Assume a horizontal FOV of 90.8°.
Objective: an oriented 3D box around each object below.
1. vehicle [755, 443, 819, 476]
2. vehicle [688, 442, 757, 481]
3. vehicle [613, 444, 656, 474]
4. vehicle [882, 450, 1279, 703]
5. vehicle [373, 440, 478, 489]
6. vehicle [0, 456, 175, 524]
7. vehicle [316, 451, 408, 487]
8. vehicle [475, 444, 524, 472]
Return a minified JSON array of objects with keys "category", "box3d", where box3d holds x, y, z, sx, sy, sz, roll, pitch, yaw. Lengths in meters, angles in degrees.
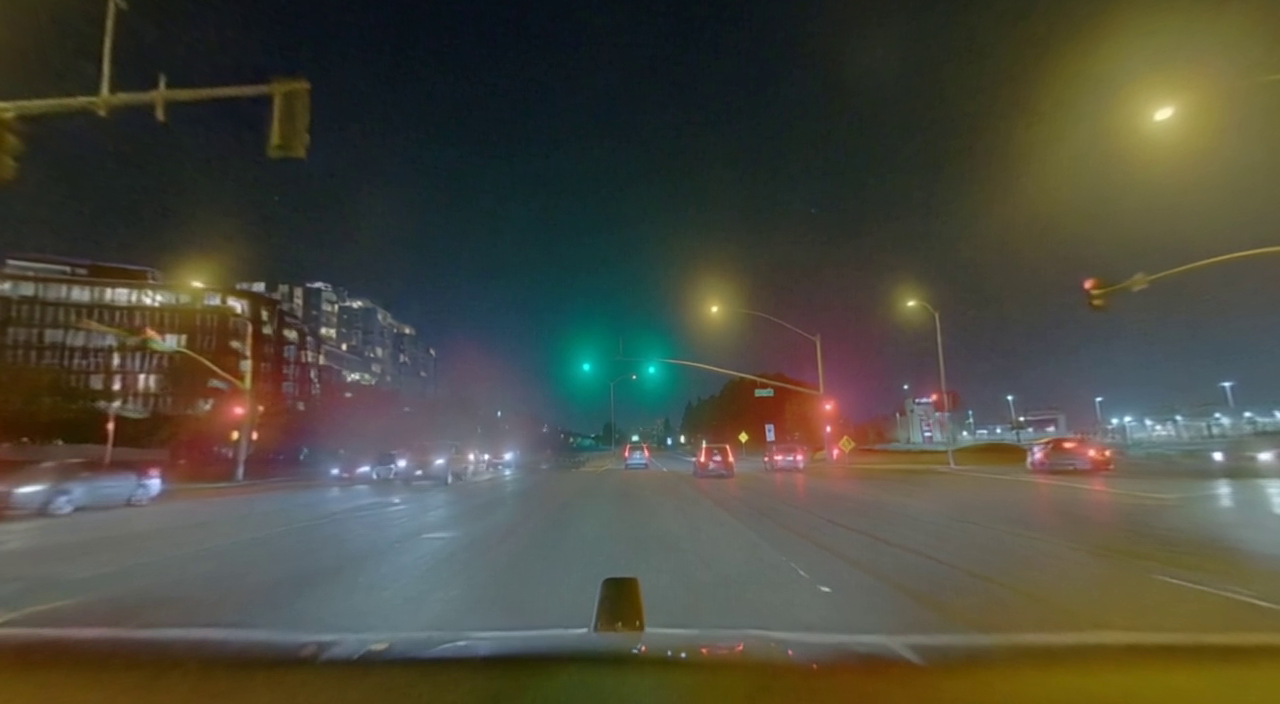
[{"category":"vehicle","box3d":[6.924,5.112,30.290,1.861,1.473,4.393,0,-8,-2]},{"category":"vehicle","box3d":[3.445,4.665,27.285,2.226,1.490,4.593,0,-8,-2]},{"category":"vehicle","box3d":[-0.315,5.649,33.704,2.143,1.480,4.006,0,-8,-1]},{"category":"vehicle","box3d":[3.246,1.219,3.447,2.080,1.321,4.382,0,-8,-1]},{"category":"vehicle","box3d":[-8.590,4.551,25.923,2.590,1.769,4.827,0,-8,1]},{"category":"vehicle","box3d":[-15.403,3.590,16.996,2.144,1.463,4.701,0,-8,1]},{"category":"vehicle","box3d":[-12.482,5.253,28.704,2.181,1.440,4.253,0,-8,1]},{"category":"vehicle","box3d":[-9.101,6.910,41.382,2.160,1.689,4.451,0,-8,0]}]
